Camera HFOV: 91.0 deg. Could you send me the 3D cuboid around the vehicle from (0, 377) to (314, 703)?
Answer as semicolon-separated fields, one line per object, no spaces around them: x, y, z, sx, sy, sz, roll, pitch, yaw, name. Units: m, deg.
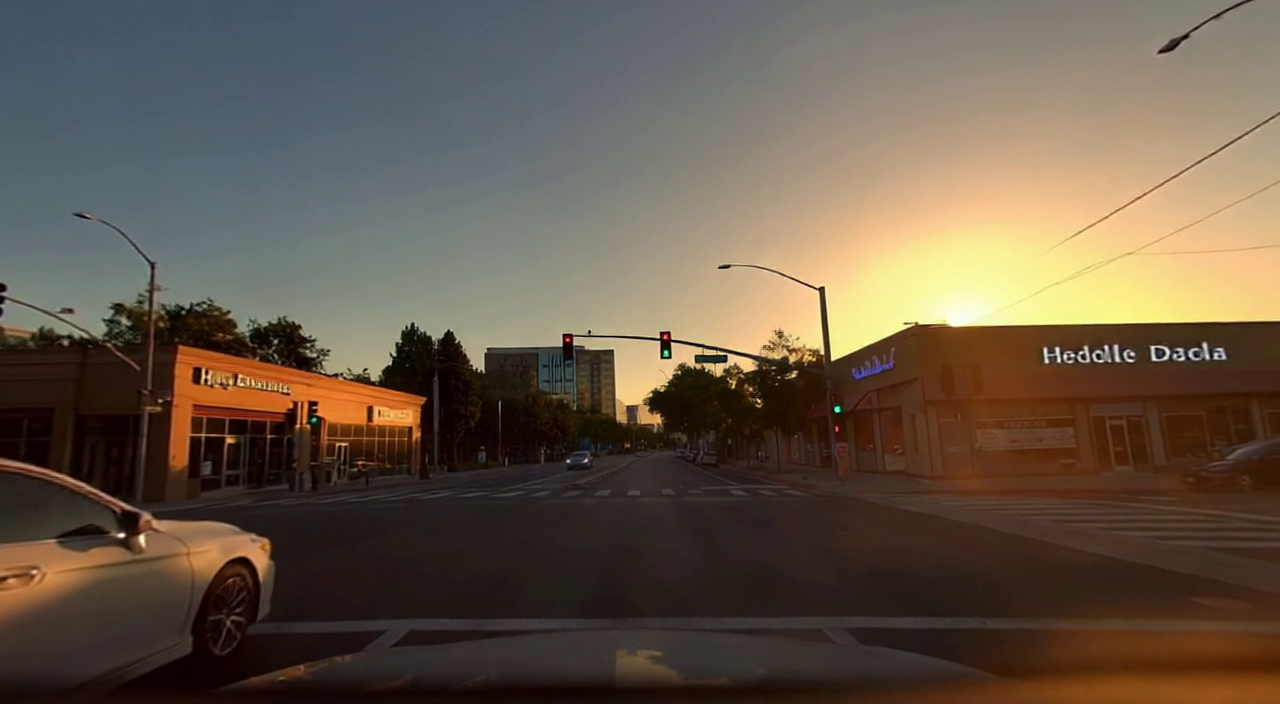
-3.498;0.937;2.597;1.947;1.627;4.248;0;-9;1;vehicle
